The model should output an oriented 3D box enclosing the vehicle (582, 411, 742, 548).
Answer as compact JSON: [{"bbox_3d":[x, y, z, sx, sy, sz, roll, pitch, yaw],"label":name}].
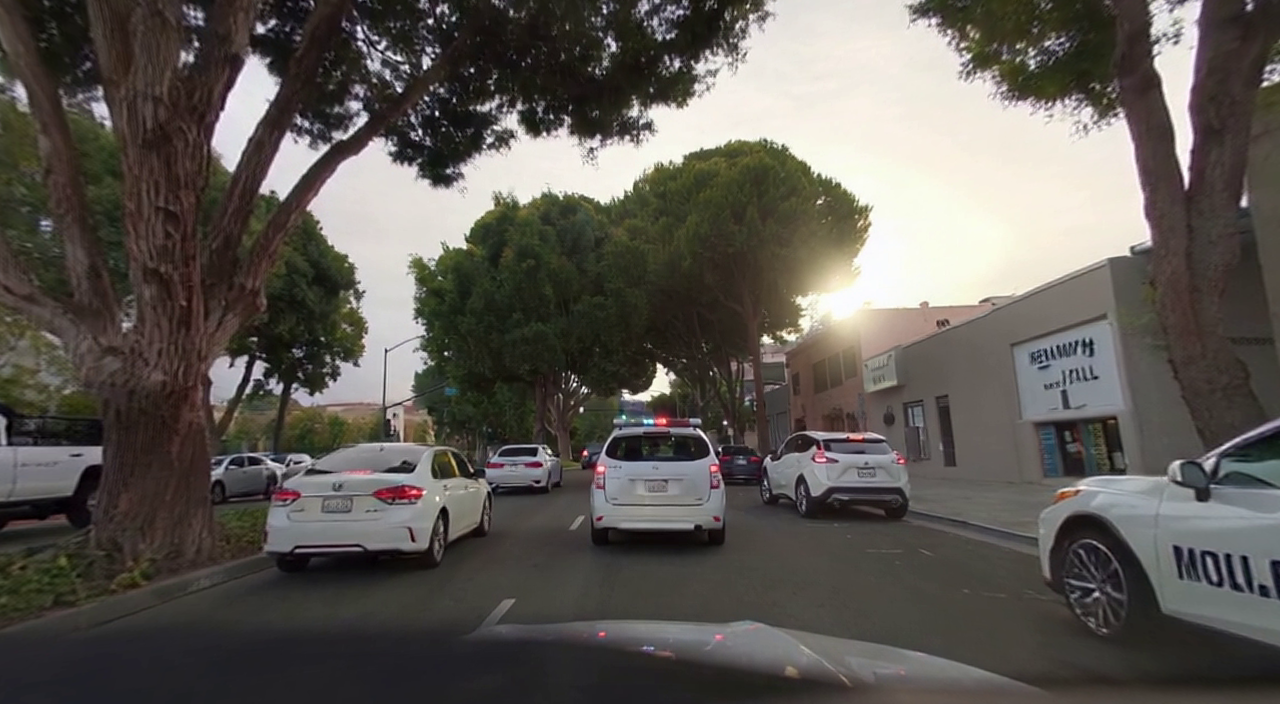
[{"bbox_3d":[0.282,1.968,10.276,2.075,1.770,4.018,0,-9,0],"label":"vehicle"}]

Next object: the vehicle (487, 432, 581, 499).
[{"bbox_3d":[-3.099,3.446,19.549,2.135,1.806,4.514,0,-9,0],"label":"vehicle"}]

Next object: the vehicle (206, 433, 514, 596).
[{"bbox_3d":[-2.987,1.806,7.941,1.908,1.474,4.257,0,-9,0],"label":"vehicle"}]

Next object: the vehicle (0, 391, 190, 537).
[{"bbox_3d":[-14.434,2.396,13.570,2.646,2.977,9.228,-1,-7,1],"label":"vehicle"}]

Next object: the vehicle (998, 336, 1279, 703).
[{"bbox_3d":[4.049,0.841,2.724,1.987,1.877,5.330,0,-9,2],"label":"vehicle"}]

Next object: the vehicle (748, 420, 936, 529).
[{"bbox_3d":[4.048,2.586,13.989,2.038,1.865,5.786,1,-9,-3],"label":"vehicle"}]
